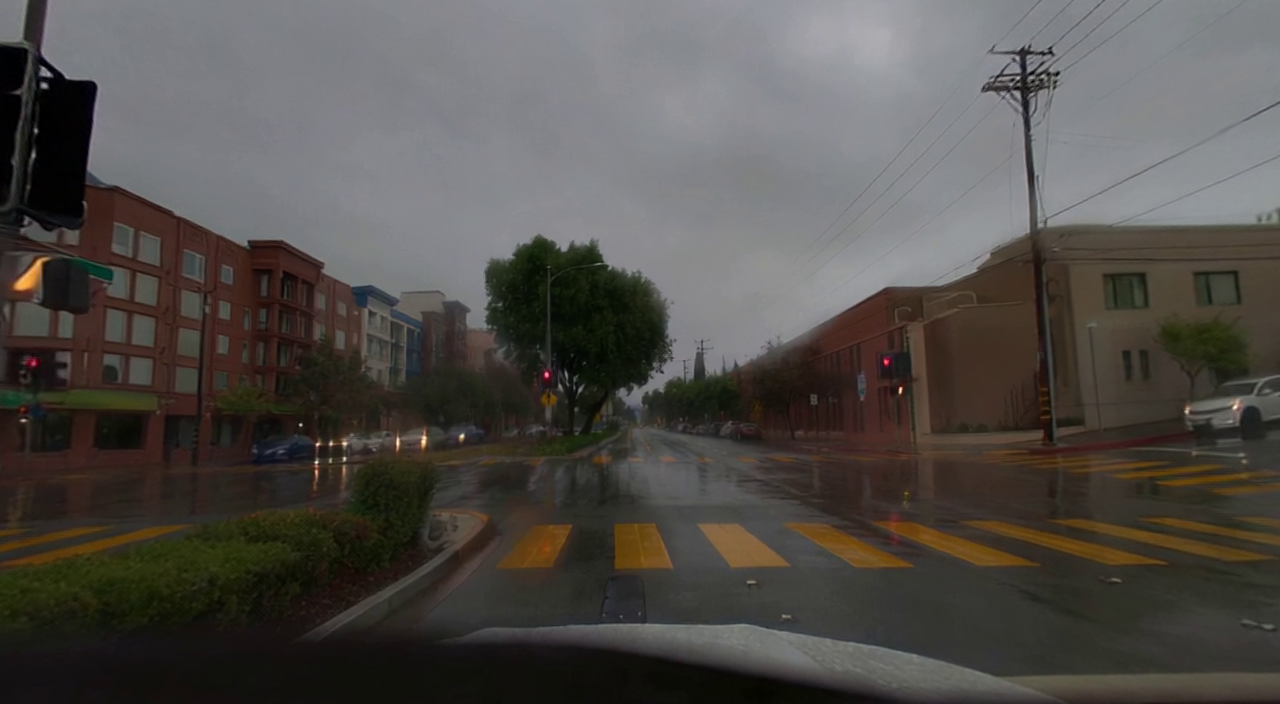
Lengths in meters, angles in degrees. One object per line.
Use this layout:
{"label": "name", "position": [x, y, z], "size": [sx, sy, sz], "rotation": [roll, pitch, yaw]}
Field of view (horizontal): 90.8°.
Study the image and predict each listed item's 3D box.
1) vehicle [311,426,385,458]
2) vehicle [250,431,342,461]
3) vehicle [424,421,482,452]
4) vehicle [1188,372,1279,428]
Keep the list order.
{"label": "vehicle", "position": [-18.257, 5.682, 39.848], "size": [2.225, 1.871, 5.189], "rotation": [0, -8, 0]}
{"label": "vehicle", "position": [-18.057, 4.977, 33.518], "size": [1.939, 1.430, 5.533], "rotation": [0, -8, -2]}
{"label": "vehicle", "position": [-11.730, 5.377, 39.946], "size": [2.118, 1.809, 4.591], "rotation": [0, -8, 2]}
{"label": "vehicle", "position": [22.365, 1.629, 22.228], "size": [4.531, 1.753, 1.964], "rotation": [-2, -2, -5]}
